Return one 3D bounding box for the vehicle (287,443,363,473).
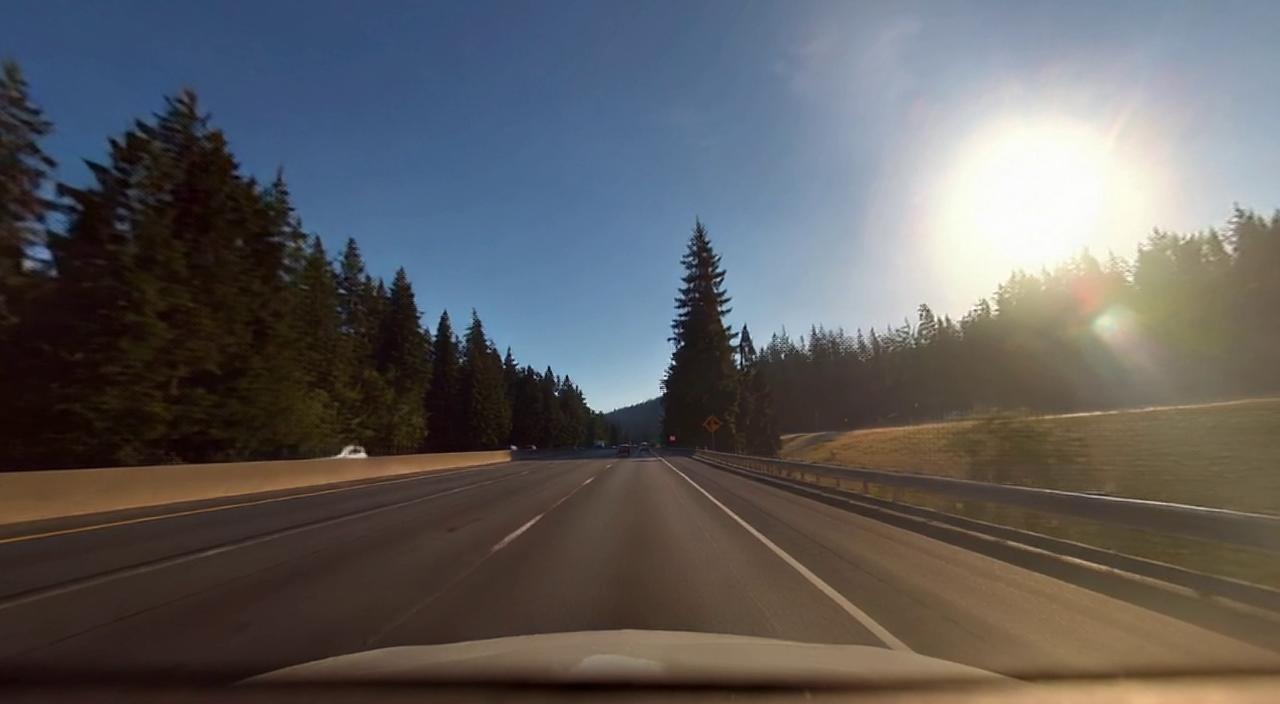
[{"bbox_3d":[-17.174,5.768,34.677,1.869,1.522,4.318,0,-8,1],"label":"vehicle"}]
